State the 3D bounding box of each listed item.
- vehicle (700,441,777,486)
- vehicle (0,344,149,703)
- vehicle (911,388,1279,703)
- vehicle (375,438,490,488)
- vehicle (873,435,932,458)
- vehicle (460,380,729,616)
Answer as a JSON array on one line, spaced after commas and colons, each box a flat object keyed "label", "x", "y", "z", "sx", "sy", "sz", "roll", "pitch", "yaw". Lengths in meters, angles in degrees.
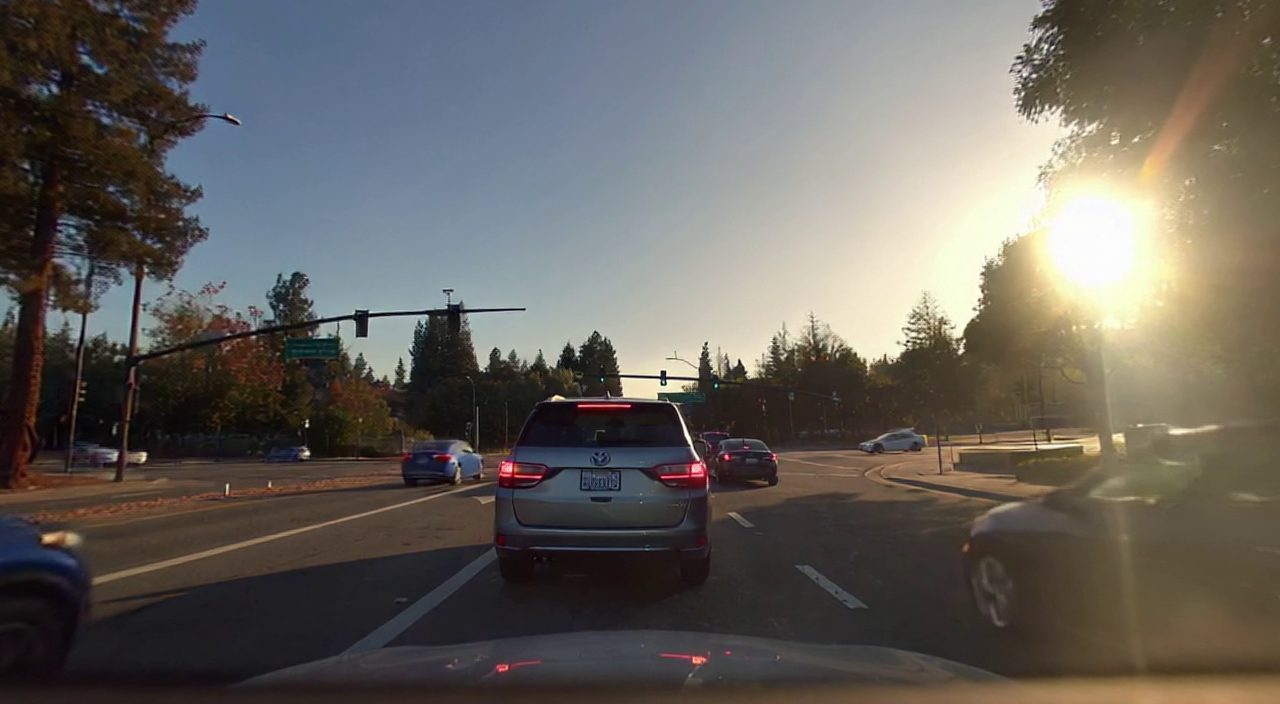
[{"label": "vehicle", "x": 3.369, "y": 3.896, "z": 22.390, "sx": 2.104, "sy": 1.441, "sz": 4.240, "roll": 0, "pitch": -8, "yaw": 1}, {"label": "vehicle", "x": -3.679, "y": 0.570, "z": 0.958, "sx": 2.160, "sy": 1.666, "sz": 4.583, "roll": 0, "pitch": -8, "yaw": 0}, {"label": "vehicle", "x": 3.340, "y": 1.010, "z": 3.093, "sx": 2.121, "sy": 1.494, "sz": 4.208, "roll": 0, "pitch": -8, "yaw": 0}, {"label": "vehicle", "x": -6.828, "y": 3.707, "z": 21.414, "sx": 2.060, "sy": 1.473, "sz": 4.950, "roll": 0, "pitch": -8, "yaw": 2}, {"label": "vehicle", "x": 19.981, "y": 7.199, "z": 47.910, "sx": 4.361, "sy": 1.653, "sz": 2.034, "roll": 6, "pitch": -10, "yaw": -35}, {"label": "vehicle", "x": -0.341, "y": 1.440, "z": 7.099, "sx": 2.064, "sy": 1.817, "sz": 4.298, "roll": 0, "pitch": -8, "yaw": 0}]
